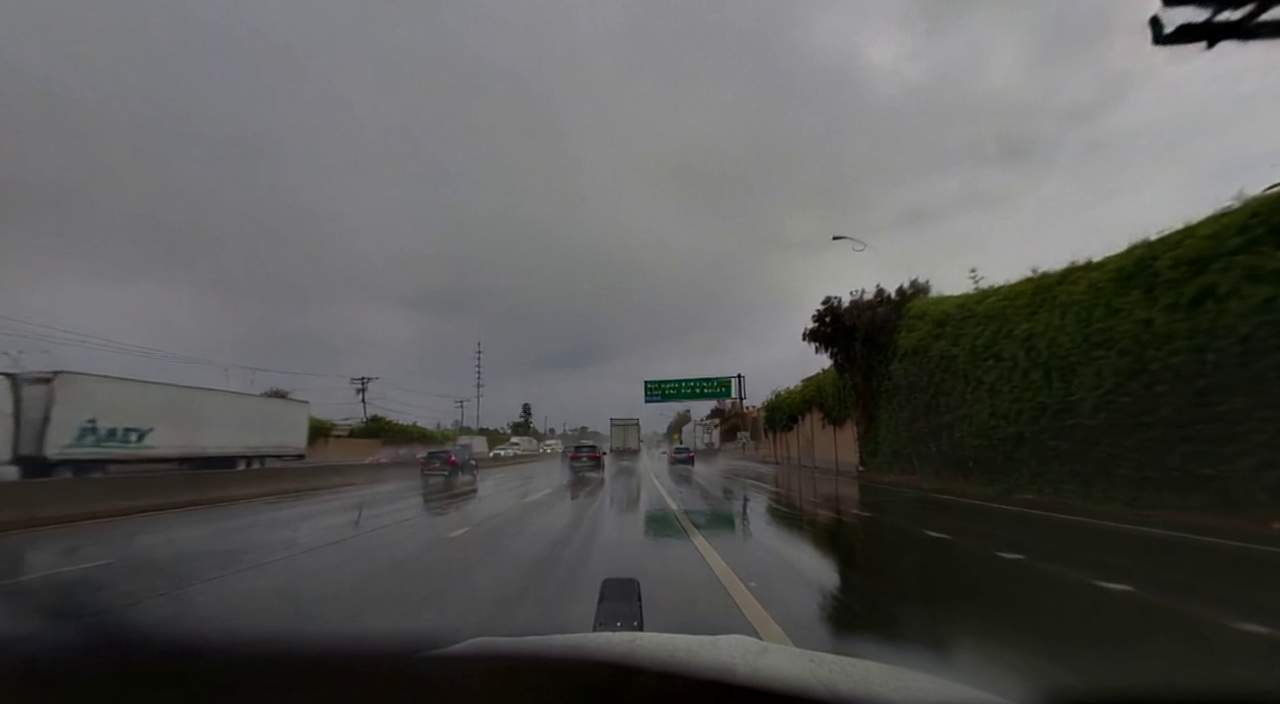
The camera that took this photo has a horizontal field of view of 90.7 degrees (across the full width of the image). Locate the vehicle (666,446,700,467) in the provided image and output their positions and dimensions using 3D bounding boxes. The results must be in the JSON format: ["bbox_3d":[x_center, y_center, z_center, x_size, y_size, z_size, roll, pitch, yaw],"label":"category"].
[{"bbox_3d":[3.051,7.538,45.937,2.015,1.462,4.691,0,-9,-2],"label":"vehicle"}]

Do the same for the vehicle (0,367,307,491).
[{"bbox_3d":[-21.195,3.742,28.961,2.863,4.023,16.558,0,-9,0],"label":"vehicle"}]

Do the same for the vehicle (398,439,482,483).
[{"bbox_3d":[-8.399,4.616,27.079,2.129,1.717,4.593,0,-9,0],"label":"vehicle"}]

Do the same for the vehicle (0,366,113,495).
[{"bbox_3d":[-21.101,2.375,19.126,3.029,3.918,8.325,0,-9,0],"label":"vehicle"}]

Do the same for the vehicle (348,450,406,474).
[{"bbox_3d":[-16.954,7.073,41.030,1.889,1.439,4.359,0,-9,0],"label":"vehicle"}]

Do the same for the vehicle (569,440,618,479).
[{"bbox_3d":[-2.174,5.091,30.192,2.132,1.679,4.045,0,-9,-3],"label":"vehicle"}]
